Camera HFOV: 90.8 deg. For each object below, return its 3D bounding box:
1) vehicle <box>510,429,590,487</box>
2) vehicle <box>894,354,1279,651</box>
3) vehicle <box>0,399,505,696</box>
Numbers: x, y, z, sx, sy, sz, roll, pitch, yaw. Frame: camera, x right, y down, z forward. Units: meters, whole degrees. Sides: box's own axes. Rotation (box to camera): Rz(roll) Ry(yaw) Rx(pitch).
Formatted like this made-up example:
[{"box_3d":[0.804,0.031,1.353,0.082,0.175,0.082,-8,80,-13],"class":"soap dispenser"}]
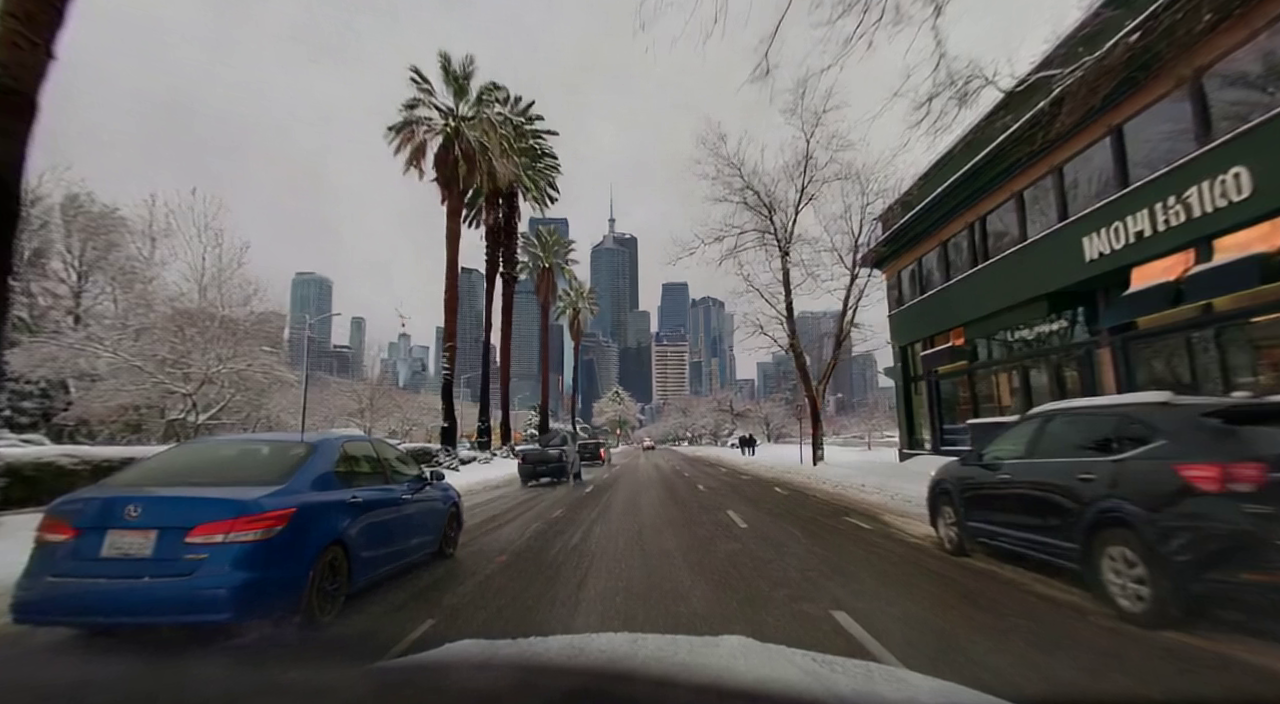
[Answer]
[{"box_3d":[-2.833,3.462,20.803,1.894,1.702,3.999,0,-8,2],"class":"vehicle"},{"box_3d":[4.516,1.285,6.434,2.060,1.856,4.878,-1,-8,3],"class":"vehicle"},{"box_3d":[-2.770,1.351,5.588,2.071,1.544,4.383,0,-8,2],"class":"vehicle"}]
